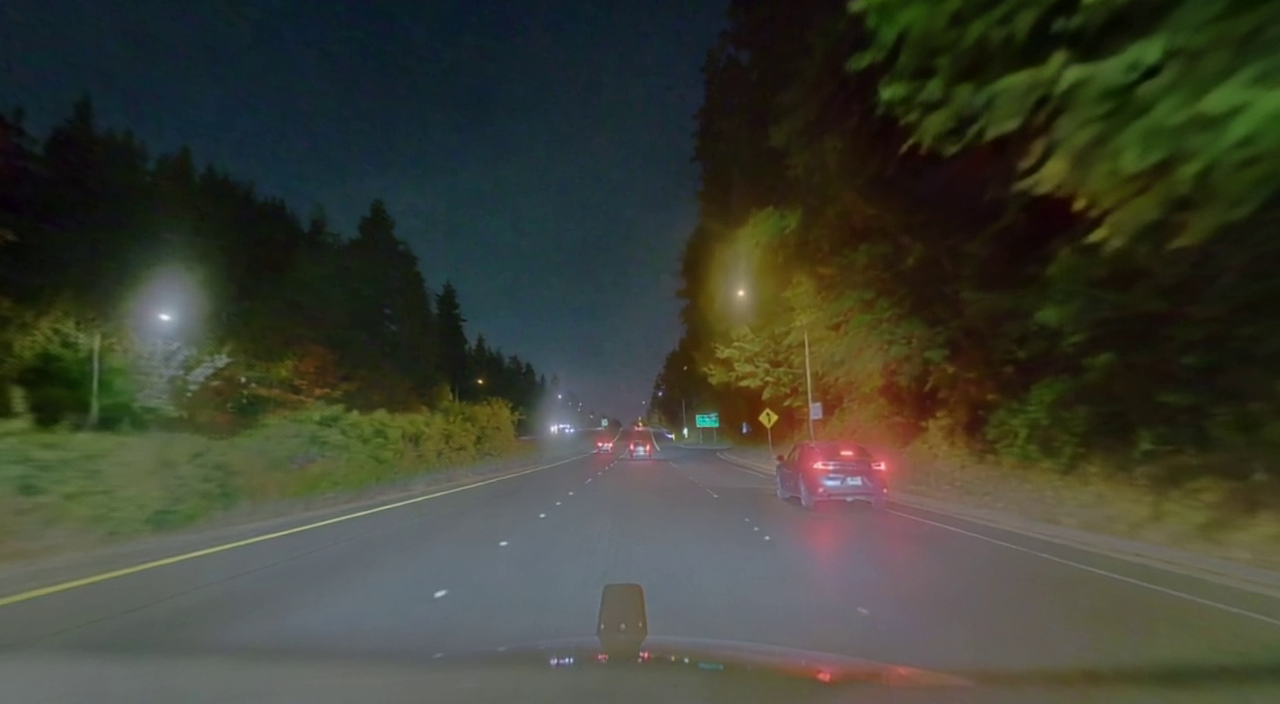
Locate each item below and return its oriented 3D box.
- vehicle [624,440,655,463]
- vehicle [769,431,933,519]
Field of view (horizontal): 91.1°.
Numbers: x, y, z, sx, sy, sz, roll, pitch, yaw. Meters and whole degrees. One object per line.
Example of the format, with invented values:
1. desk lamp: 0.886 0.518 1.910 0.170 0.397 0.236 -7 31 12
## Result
1. vehicle: 0.021 7.191 45.391 2.095 1.548 4.264 0 -8 2
2. vehicle: 4.135 2.470 13.174 1.913 1.516 4.322 0 -8 0
